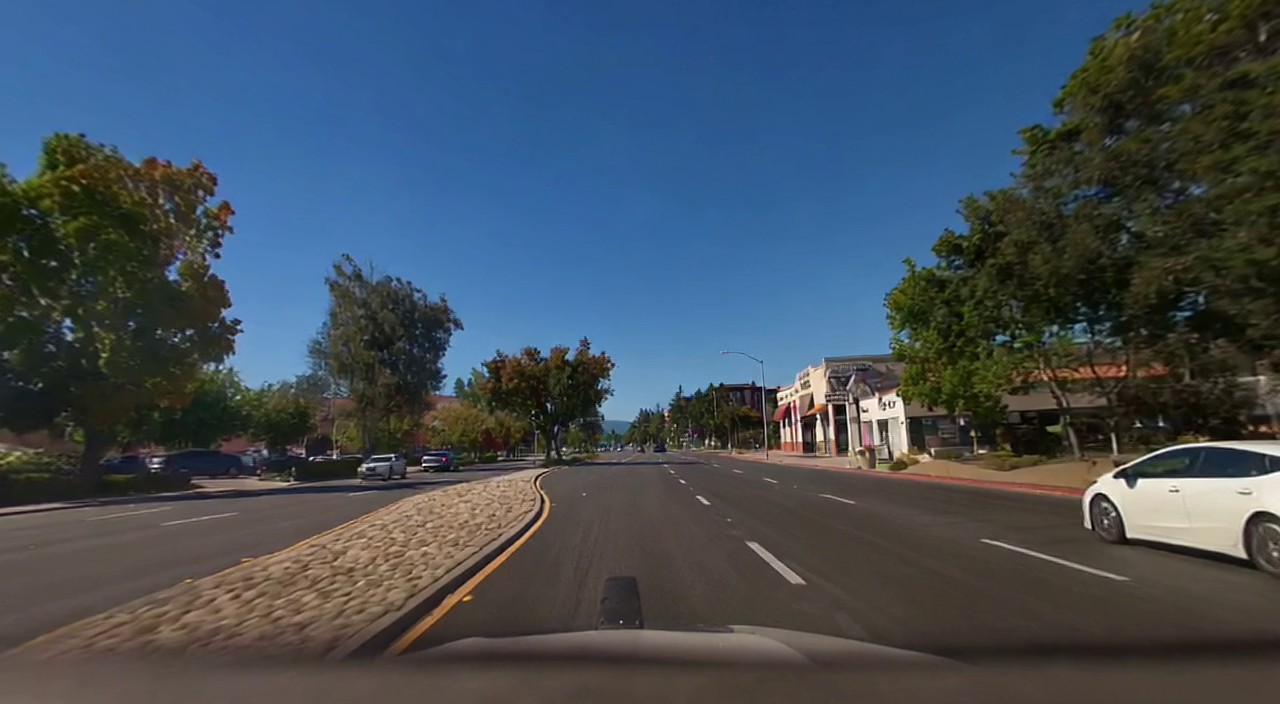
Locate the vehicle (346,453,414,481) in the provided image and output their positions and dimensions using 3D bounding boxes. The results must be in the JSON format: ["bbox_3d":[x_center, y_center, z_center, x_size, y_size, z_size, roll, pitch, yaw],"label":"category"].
[{"bbox_3d":[-15.040,6.653,36.848,2.001,1.485,4.469,-1,-8,2],"label":"vehicle"}]

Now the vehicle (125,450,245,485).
[{"bbox_3d":[-27.932,7.082,39.002,5.702,1.985,2.175,7,-12,-35],"label":"vehicle"}]

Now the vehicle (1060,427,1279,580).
[{"bbox_3d":[7.132,1.599,7.019,1.936,1.460,4.258,0,-8,-1],"label":"vehicle"}]
